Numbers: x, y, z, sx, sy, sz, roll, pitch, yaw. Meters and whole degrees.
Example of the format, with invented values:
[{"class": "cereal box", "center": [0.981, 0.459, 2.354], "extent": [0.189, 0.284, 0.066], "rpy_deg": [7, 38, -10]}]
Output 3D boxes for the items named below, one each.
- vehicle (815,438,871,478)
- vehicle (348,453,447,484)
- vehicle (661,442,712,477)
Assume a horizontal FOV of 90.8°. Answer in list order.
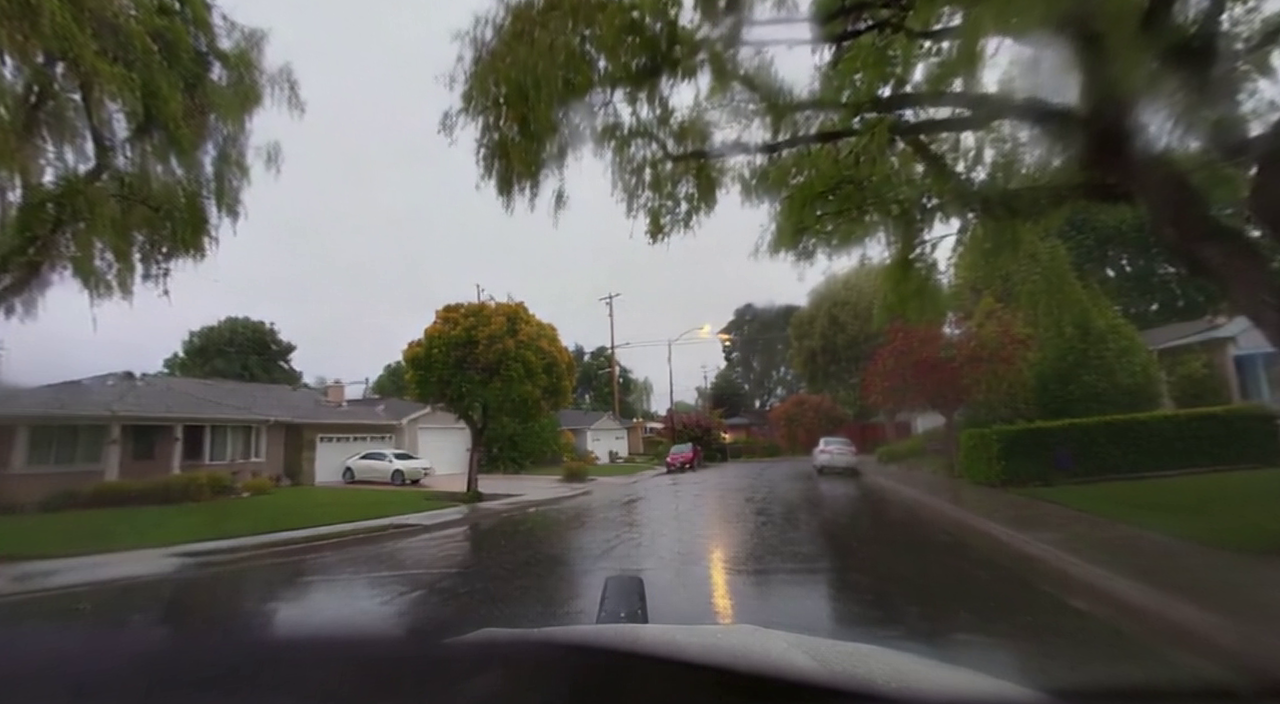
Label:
[{"class": "vehicle", "center": [8.874, 4.625, 27.919], "extent": [2.005, 1.553, 3.984], "rpy_deg": [0, -8, 13]}, {"class": "vehicle", "center": [-12.334, 5.906, 32.196], "extent": [4.404, 1.495, 1.844], "rpy_deg": [-2, -9, 15]}, {"class": "vehicle", "center": [2.977, 6.676, 39.546], "extent": [2.208, 1.834, 4.675], "rpy_deg": [-8, -10, 13]}]
